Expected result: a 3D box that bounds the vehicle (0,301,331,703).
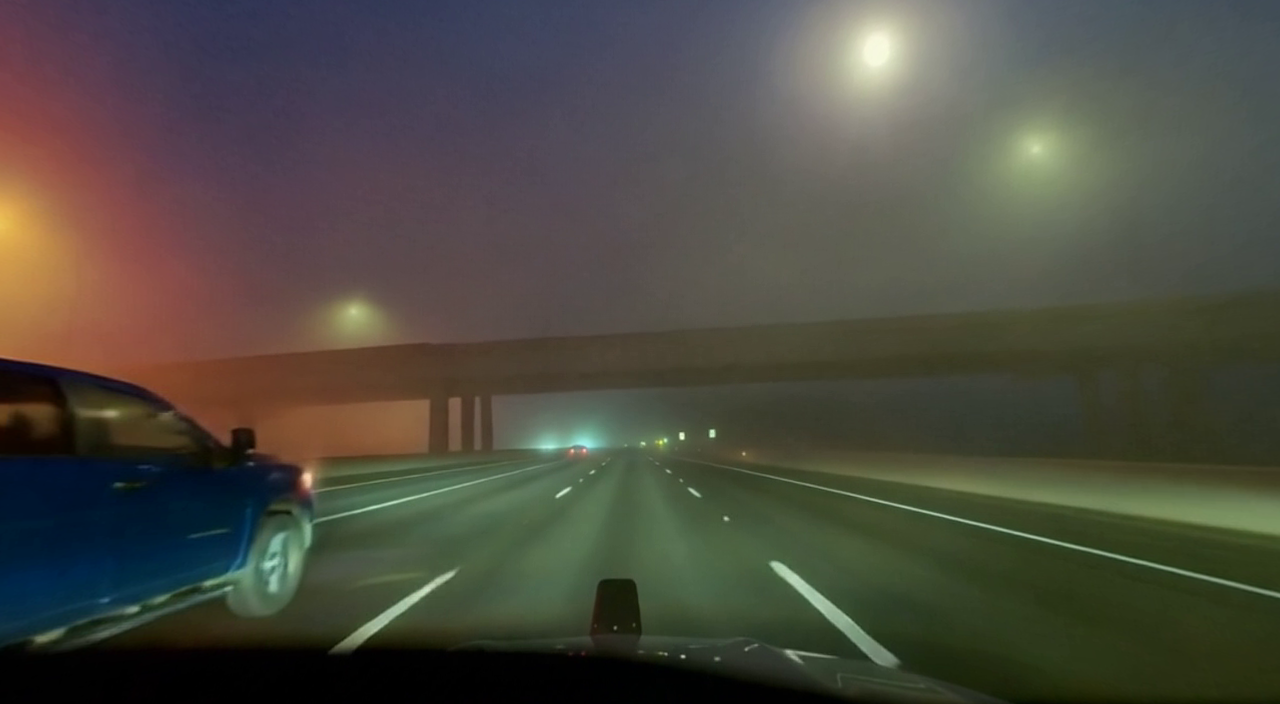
[{"bbox_3d":[-4.282,0.790,3.096,2.529,2.003,5.904,0,-8,0],"label":"vehicle"}]
